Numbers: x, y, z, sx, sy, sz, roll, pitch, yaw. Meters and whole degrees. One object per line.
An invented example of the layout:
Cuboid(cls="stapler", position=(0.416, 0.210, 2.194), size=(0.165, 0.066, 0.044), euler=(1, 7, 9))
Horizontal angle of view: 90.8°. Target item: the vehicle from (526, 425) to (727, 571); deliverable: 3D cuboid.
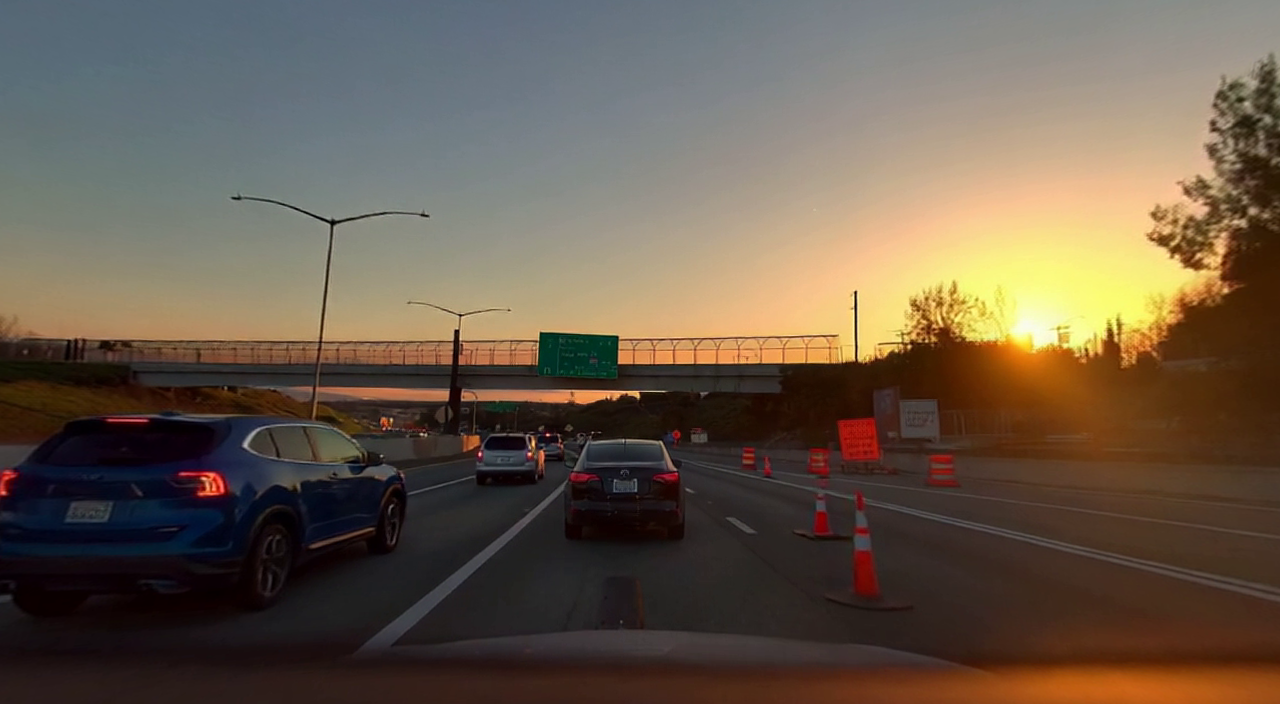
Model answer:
Cuboid(cls="vehicle", position=(-0.202, 1.807, 8.574), size=(2.069, 1.484, 3.982), euler=(0, -8, -2))

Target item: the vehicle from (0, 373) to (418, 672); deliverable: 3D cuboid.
Cuboid(cls="vehicle", position=(-3.734, 1.275, 5.728), size=(2.025, 1.708, 4.089), euler=(0, -9, -1))

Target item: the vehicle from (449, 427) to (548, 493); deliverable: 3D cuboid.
Cuboid(cls="vehicle", position=(-4.011, 3.139, 18.636), size=(1.982, 1.727, 4.057), euler=(0, -9, 0))
